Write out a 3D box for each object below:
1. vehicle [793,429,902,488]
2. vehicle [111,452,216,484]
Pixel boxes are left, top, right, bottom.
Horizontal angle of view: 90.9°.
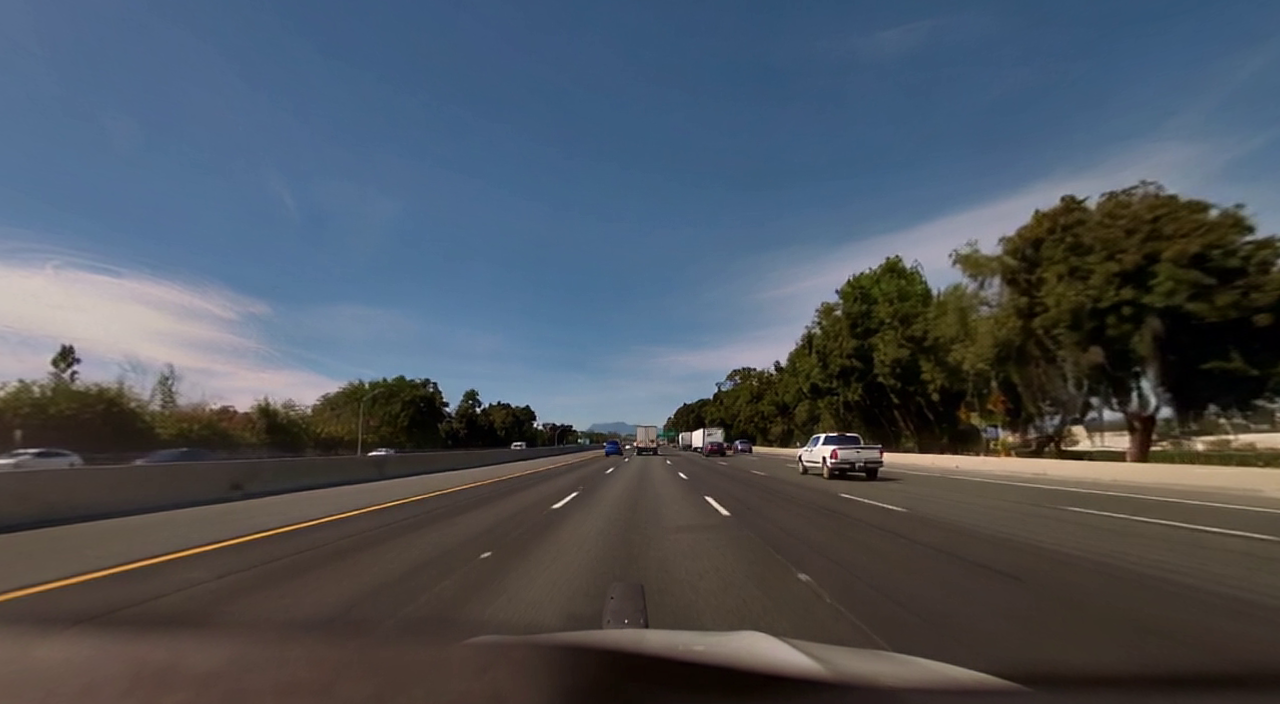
[{"bbox_3d":[6.623,3.449,20.663,2.063,1.706,4.259,0,-8,-1],"label":"vehicle"},{"bbox_3d":[-25.465,6.181,33.953,1.937,1.509,4.654,0,-8,1],"label":"vehicle"}]
